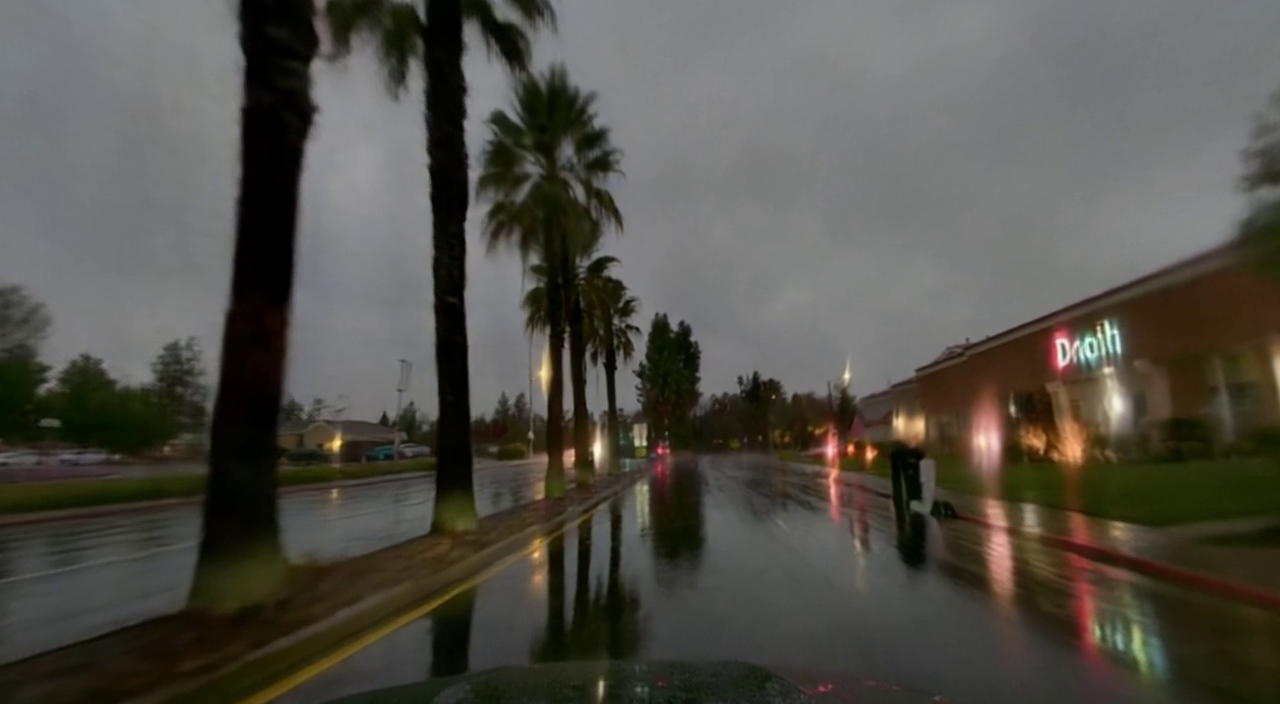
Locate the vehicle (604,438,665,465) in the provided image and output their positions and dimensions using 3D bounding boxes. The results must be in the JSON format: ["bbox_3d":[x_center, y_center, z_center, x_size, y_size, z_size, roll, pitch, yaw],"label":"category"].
[{"bbox_3d":[-0.462,7.213,46.046,2.174,1.863,4.651,5,-10,-34],"label":"vehicle"}]
